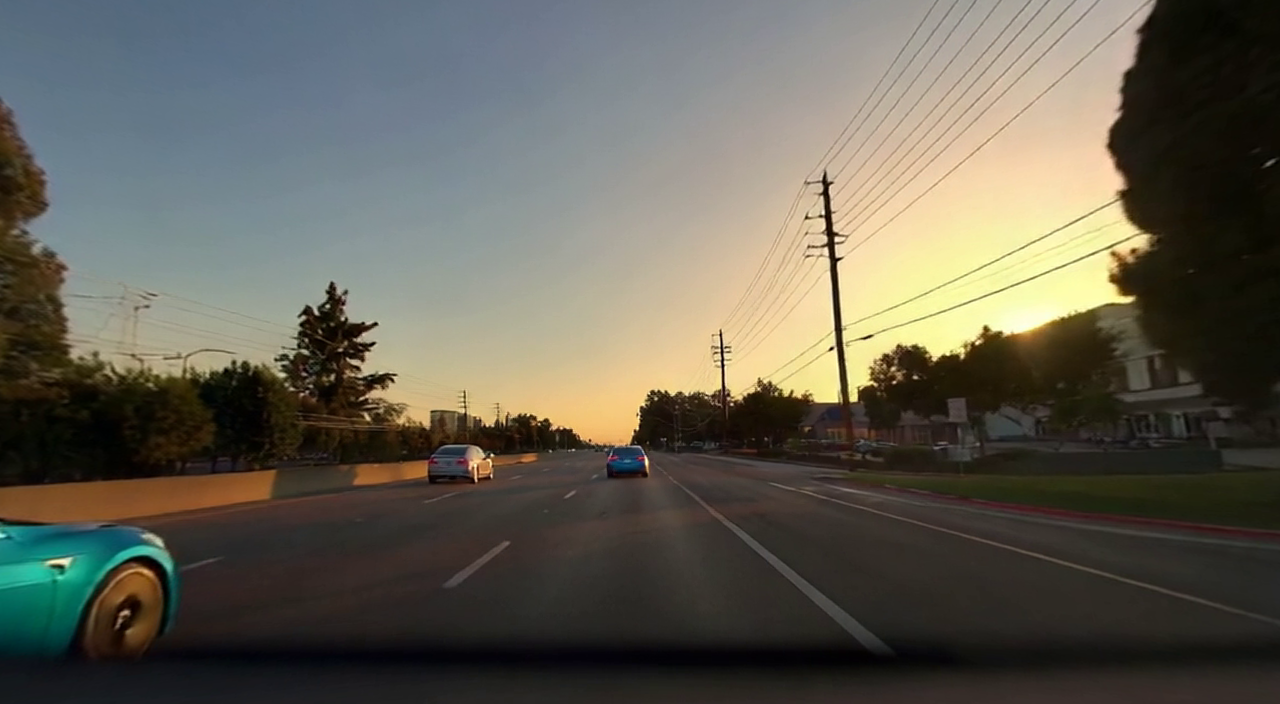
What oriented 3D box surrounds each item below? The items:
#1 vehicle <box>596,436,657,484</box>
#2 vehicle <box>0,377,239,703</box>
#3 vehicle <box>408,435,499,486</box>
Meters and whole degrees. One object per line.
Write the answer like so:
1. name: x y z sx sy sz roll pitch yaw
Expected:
1. vehicle: -0.494 4.175 24.689 2.189 1.652 4.135 0 -8 0
2. vehicle: -3.714 0.791 1.777 1.985 1.607 4.892 0 -8 -1
3. vehicle: -7.262 4.263 25.193 2.203 1.819 4.547 -1 -8 0
